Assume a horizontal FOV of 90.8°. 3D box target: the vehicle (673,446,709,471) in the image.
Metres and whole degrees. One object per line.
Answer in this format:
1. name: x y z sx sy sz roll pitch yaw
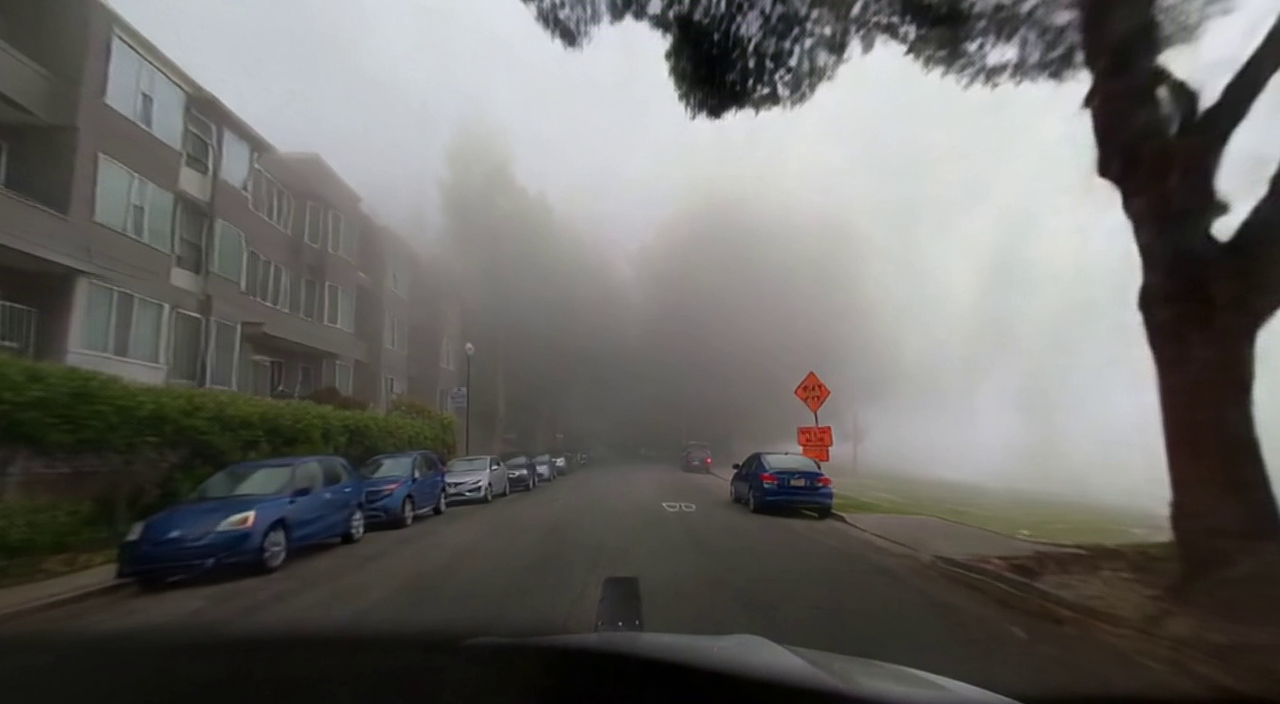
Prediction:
1. vehicle: 3.501 7.433 44.239 1.951 1.654 4.146 1 -9 -3

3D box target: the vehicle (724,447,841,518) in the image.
1. vehicle: 3.329 3.116 15.623 1.835 1.490 4.134 0 -9 -1

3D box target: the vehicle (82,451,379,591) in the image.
1. vehicle: -5.214 2.123 8.687 1.722 1.491 3.431 0 -9 0

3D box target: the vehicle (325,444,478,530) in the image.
1. vehicle: -4.983 2.823 13.841 1.782 1.585 3.962 0 -9 0
